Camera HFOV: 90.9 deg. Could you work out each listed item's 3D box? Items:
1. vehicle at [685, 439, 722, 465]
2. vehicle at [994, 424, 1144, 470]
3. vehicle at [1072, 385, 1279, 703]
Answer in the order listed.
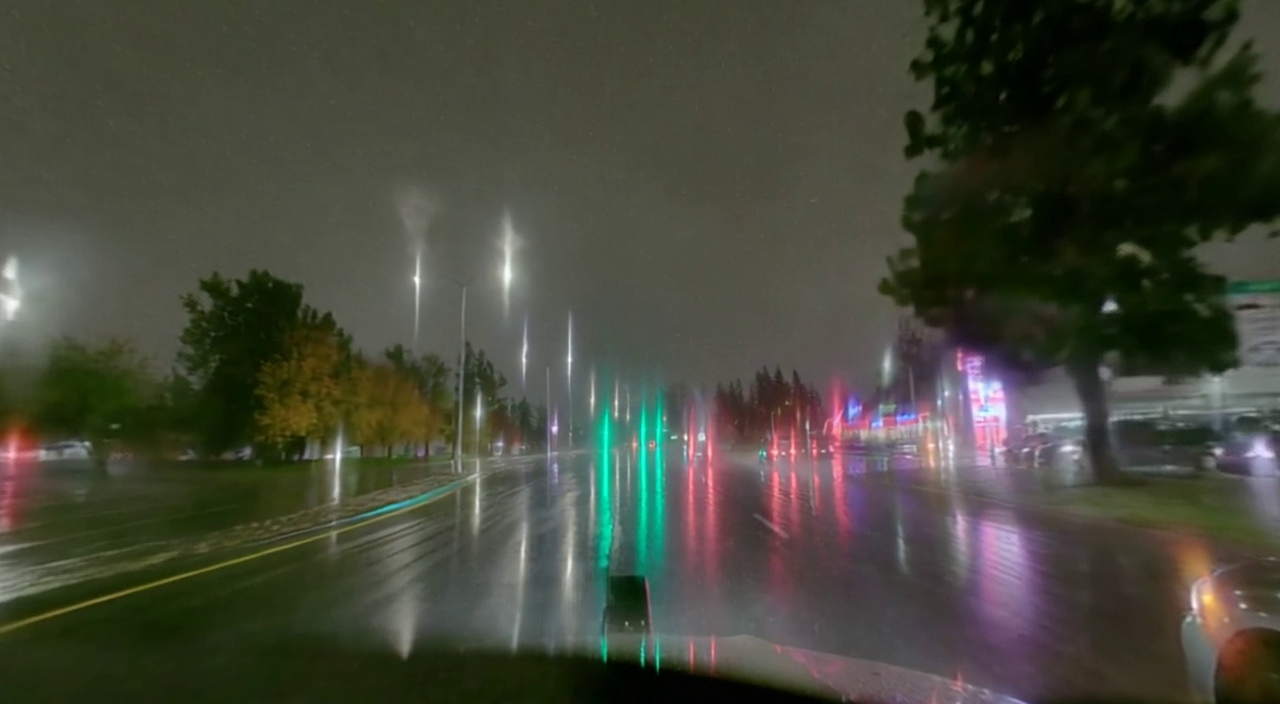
[{"bbox_3d":[4.302,6.852,43.223,2.007,1.683,4.171,0,-8,-1],"label":"vehicle"},{"bbox_3d":[17.329,3.867,25.665,4.475,1.739,2.151,0,-8,0],"label":"vehicle"},{"bbox_3d":[3.500,0.710,1.218,1.995,1.528,4.732,0,-8,1],"label":"vehicle"}]
